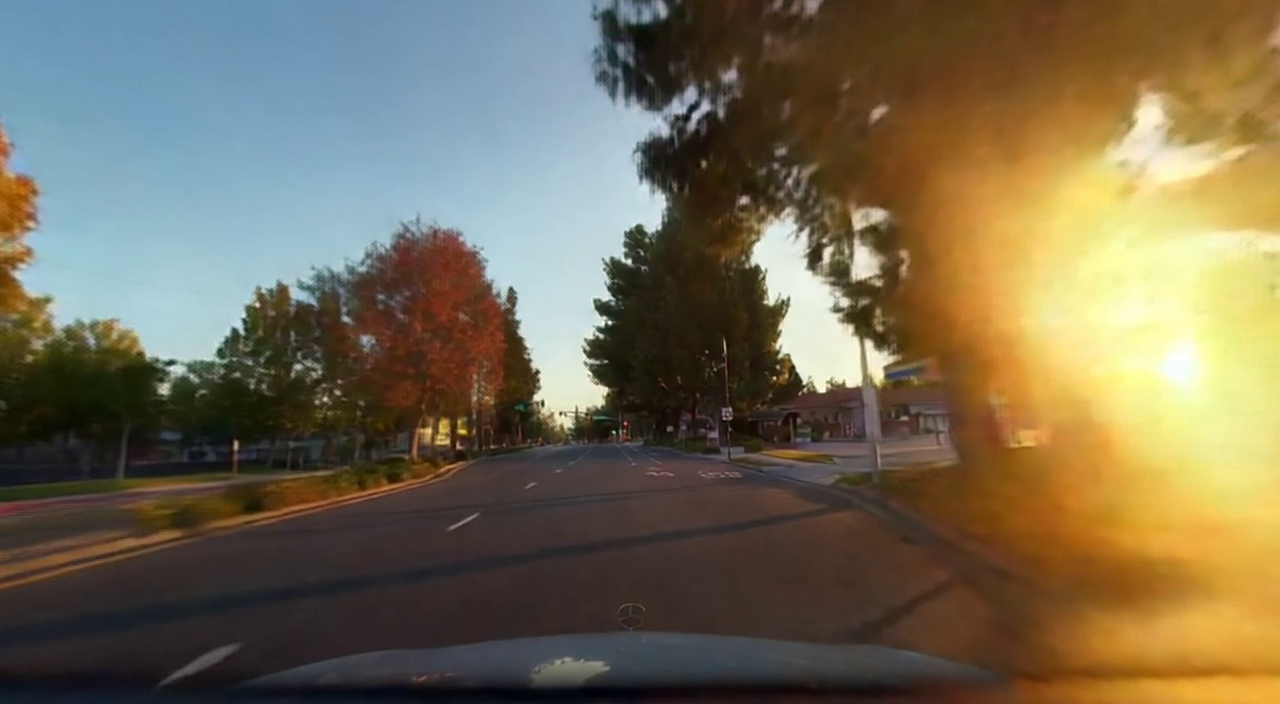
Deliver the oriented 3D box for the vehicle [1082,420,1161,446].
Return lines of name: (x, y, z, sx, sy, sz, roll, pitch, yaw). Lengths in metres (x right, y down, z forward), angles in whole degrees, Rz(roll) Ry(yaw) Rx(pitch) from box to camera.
vehicle: (34.748, 5.880, 45.633, 4.323, 1.447, 1.710, -10, -7, 33)
